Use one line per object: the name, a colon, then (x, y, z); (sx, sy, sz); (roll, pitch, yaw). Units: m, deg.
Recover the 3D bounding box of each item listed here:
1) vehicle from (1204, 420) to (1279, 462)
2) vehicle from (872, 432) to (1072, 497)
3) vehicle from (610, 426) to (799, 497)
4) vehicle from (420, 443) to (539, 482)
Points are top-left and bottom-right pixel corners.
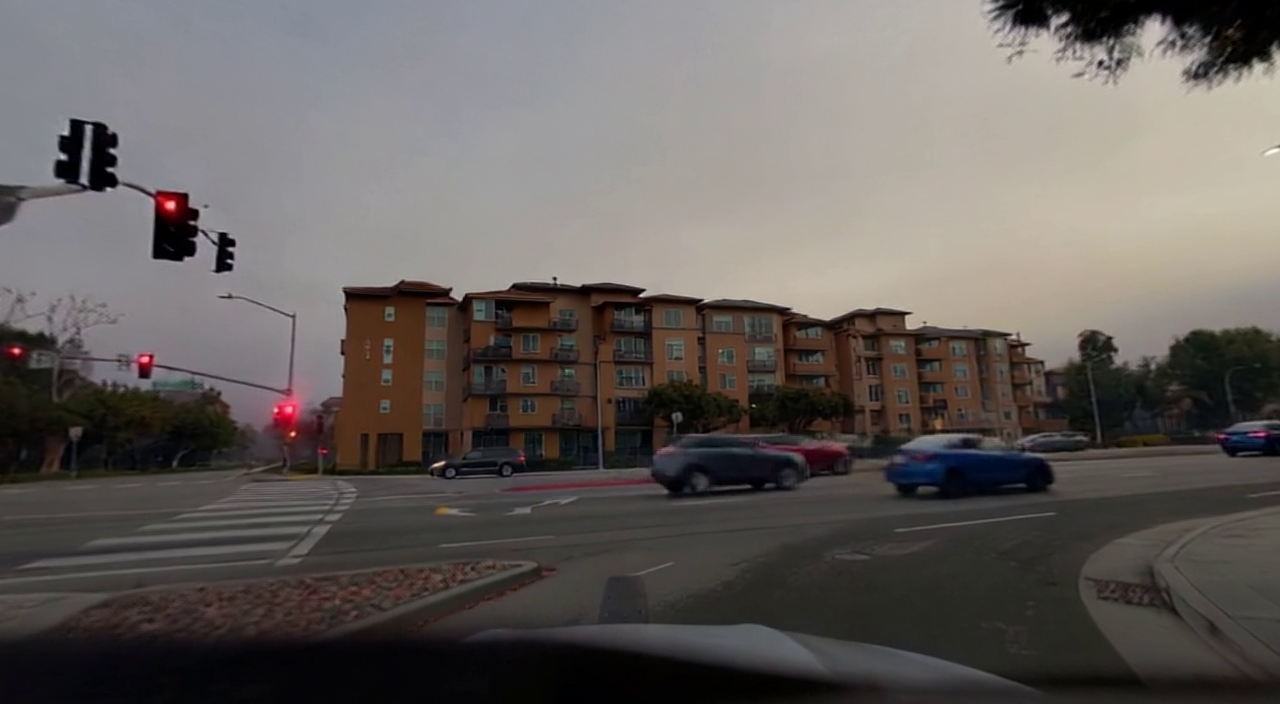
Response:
vehicle: (27.288, 3.893, 27.590); (4.711, 1.688, 1.915); (3, -9, -23)
vehicle: (8.354, 2.773, 15.913); (4.521, 1.433, 1.943); (3, -9, -23)
vehicle: (1.736, 2.910, 17.078); (4.683, 1.678, 1.981); (4, -9, -23)
vehicle: (-6.380, 4.358, 25.080); (4.289, 1.415, 1.774); (4, -9, -24)
